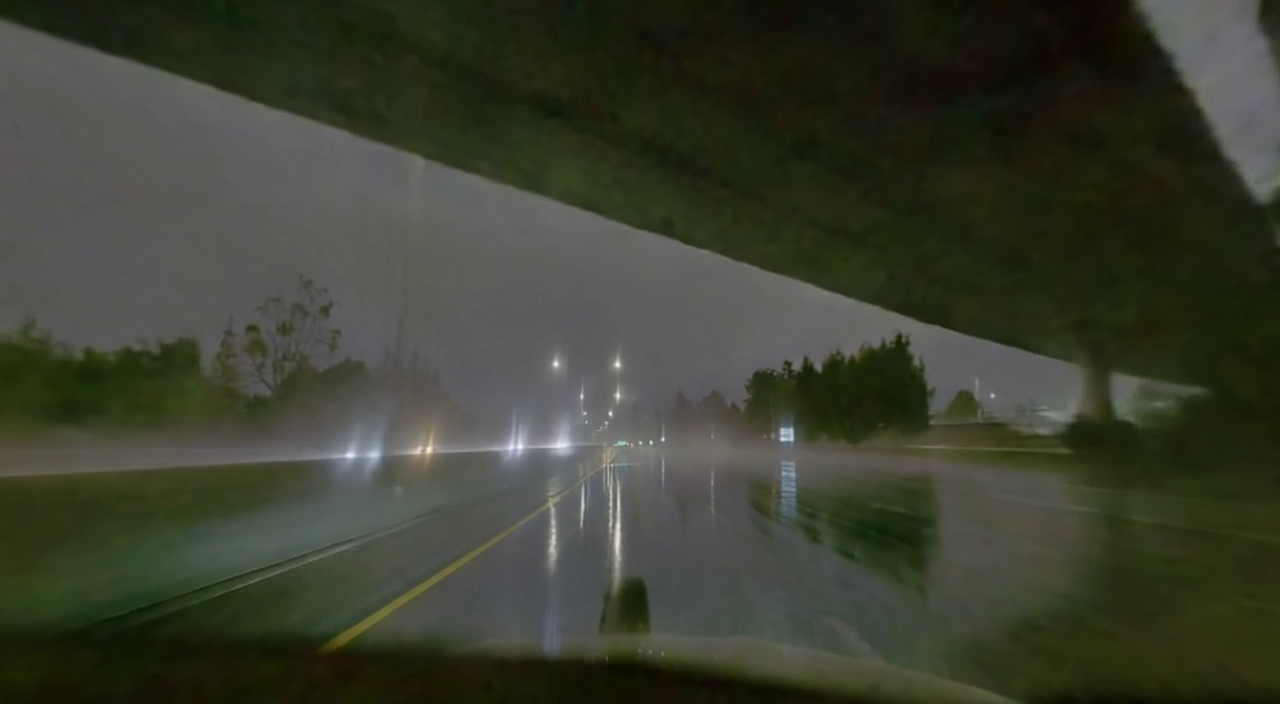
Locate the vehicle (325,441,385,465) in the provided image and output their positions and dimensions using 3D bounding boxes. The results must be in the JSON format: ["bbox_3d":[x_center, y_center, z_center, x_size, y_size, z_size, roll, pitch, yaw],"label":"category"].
[{"bbox_3d":[-18.560,6.583,41.290,1.819,1.451,4.533,0,-8,0],"label":"vehicle"}]
